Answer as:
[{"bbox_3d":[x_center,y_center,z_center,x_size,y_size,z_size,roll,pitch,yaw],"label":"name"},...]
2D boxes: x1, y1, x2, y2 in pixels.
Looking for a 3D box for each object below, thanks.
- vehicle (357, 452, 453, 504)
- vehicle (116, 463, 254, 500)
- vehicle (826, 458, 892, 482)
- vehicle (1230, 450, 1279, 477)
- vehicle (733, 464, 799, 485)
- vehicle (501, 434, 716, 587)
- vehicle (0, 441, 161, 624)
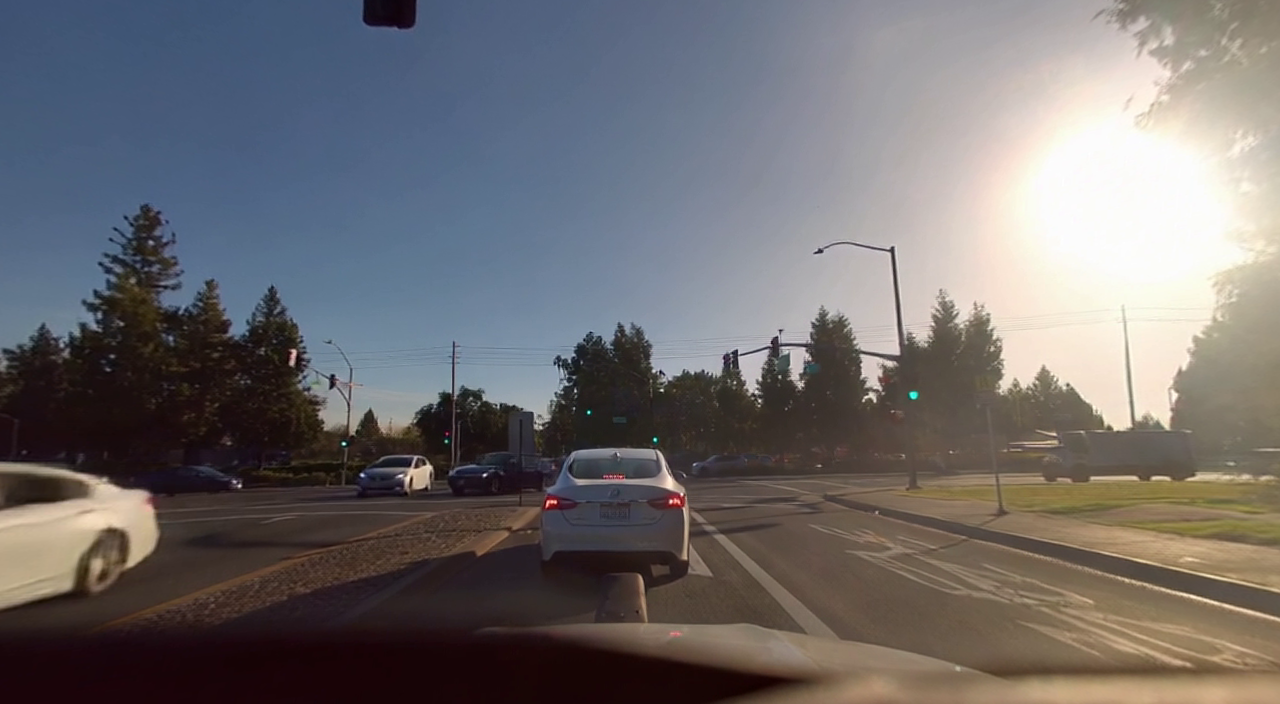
[{"bbox_3d":[-7.880,4.225,21.700,2.078,1.534,4.646,1,-9,-8],"label":"vehicle"},{"bbox_3d":[-20.111,5.730,28.166,4.548,1.449,1.802,2,-9,-13],"label":"vehicle"},{"bbox_3d":[16.503,8.877,47.546,4.337,1.637,1.860,2,-9,-16],"label":"vehicle"},{"bbox_3d":[37.730,6.596,37.427,4.601,1.485,1.929,3,-9,-18],"label":"vehicle"},{"bbox_3d":[9.076,8.805,45.528,4.254,1.359,1.895,2,-9,-16],"label":"vehicle"},{"bbox_3d":[-0.345,1.884,8.424,2.112,1.479,4.264,0,-9,-1],"label":"vehicle"},{"bbox_3d":[-6.154,1.376,4.568,2.073,1.459,4.495,0,-9,-4],"label":"vehicle"}]
